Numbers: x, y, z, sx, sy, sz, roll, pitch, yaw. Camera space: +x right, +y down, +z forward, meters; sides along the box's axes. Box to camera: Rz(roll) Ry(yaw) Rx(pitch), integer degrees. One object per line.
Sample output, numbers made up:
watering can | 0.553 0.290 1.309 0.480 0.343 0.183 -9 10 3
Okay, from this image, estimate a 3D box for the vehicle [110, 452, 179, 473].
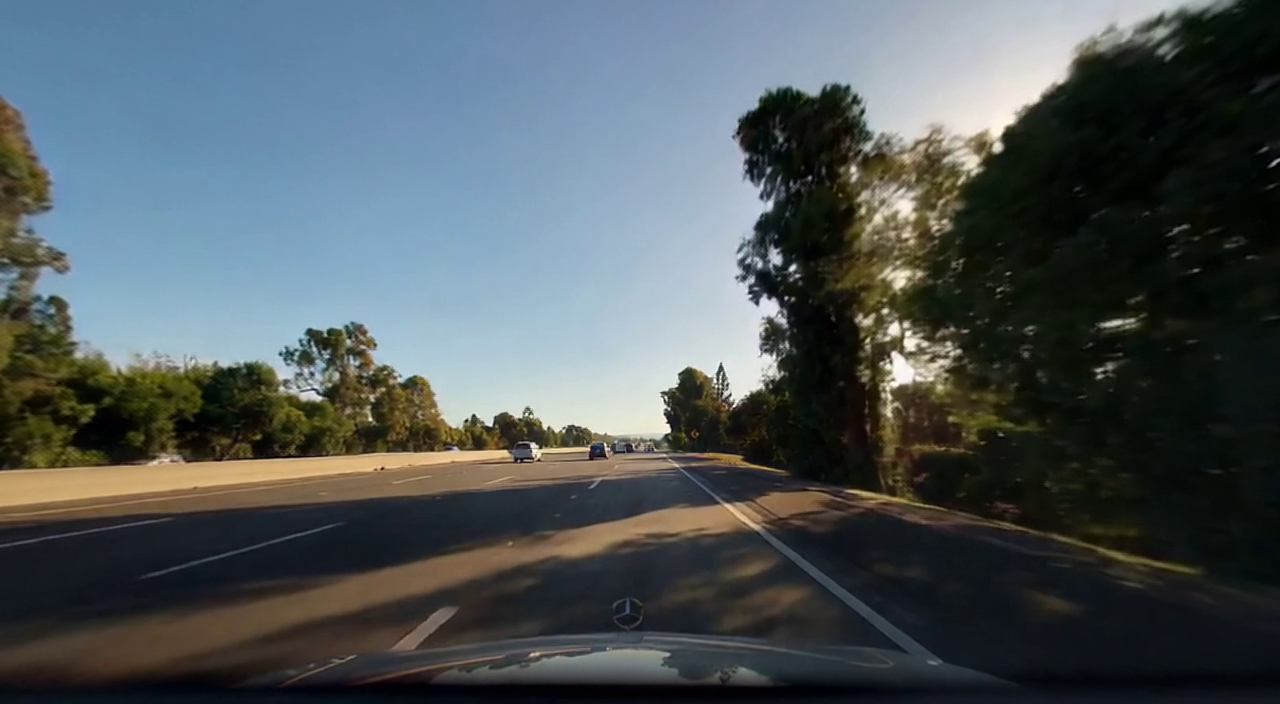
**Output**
vehicle | -36.583 8.144 46.683 1.736 1.463 4.104 -1 -8 1
